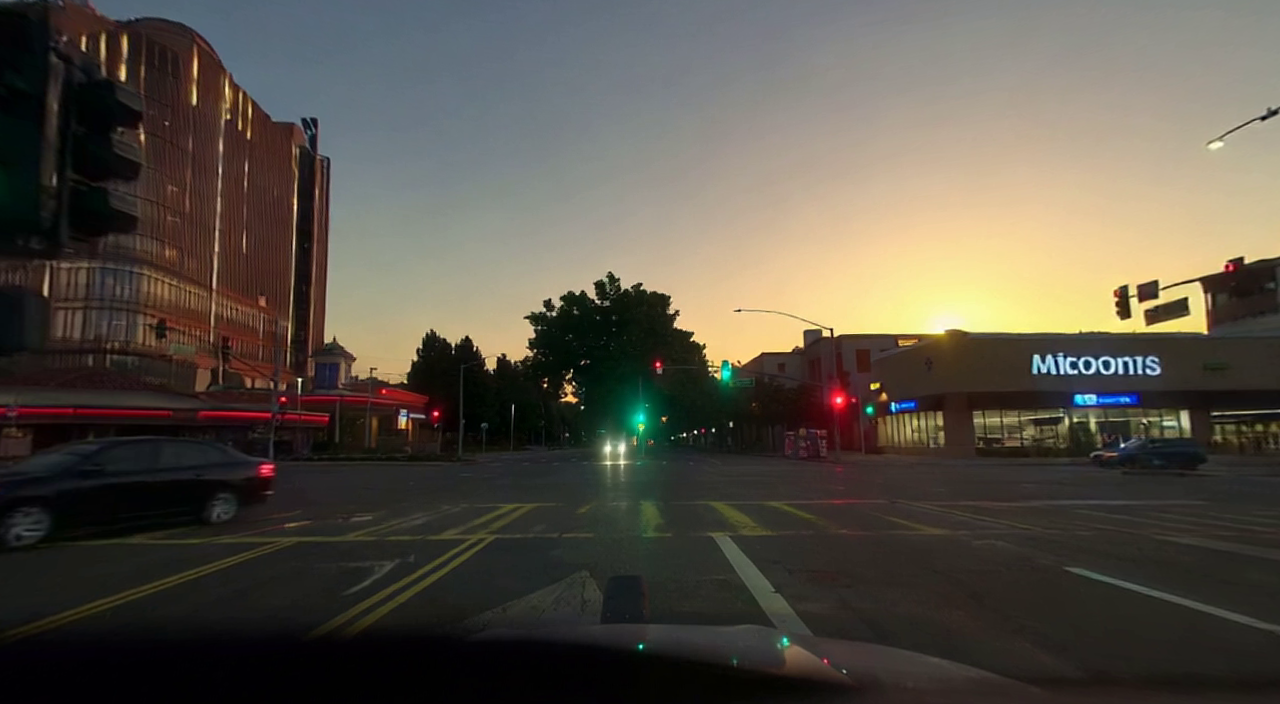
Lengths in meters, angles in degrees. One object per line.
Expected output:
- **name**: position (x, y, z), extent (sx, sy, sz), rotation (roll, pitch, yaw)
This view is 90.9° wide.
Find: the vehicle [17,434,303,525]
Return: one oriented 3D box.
- **vehicle**: position (-8.940, 2.384, 12.424), extent (2.086, 1.447, 4.493), rotation (0, -8, 0)
